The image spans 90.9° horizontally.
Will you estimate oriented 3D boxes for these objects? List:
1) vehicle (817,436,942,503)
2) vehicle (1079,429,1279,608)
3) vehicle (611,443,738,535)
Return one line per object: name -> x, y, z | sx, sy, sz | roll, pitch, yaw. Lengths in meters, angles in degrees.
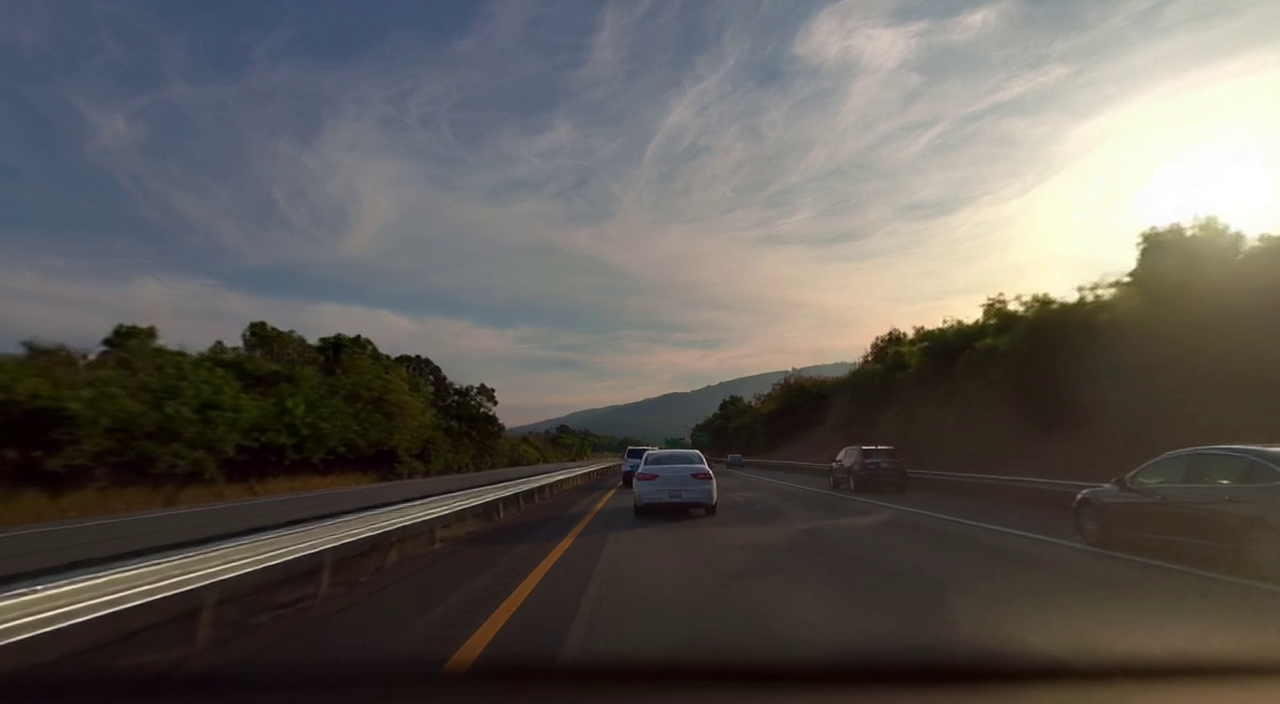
vehicle -> 6.804, 3.369, 18.469 | 1.980, 1.702, 4.235 | 0, -9, 0
vehicle -> 6.361, 1.443, 5.594 | 1.965, 1.484, 4.090 | 0, -9, 0
vehicle -> 0.565, 2.554, 12.308 | 2.076, 1.485, 3.774 | 0, -9, 0
